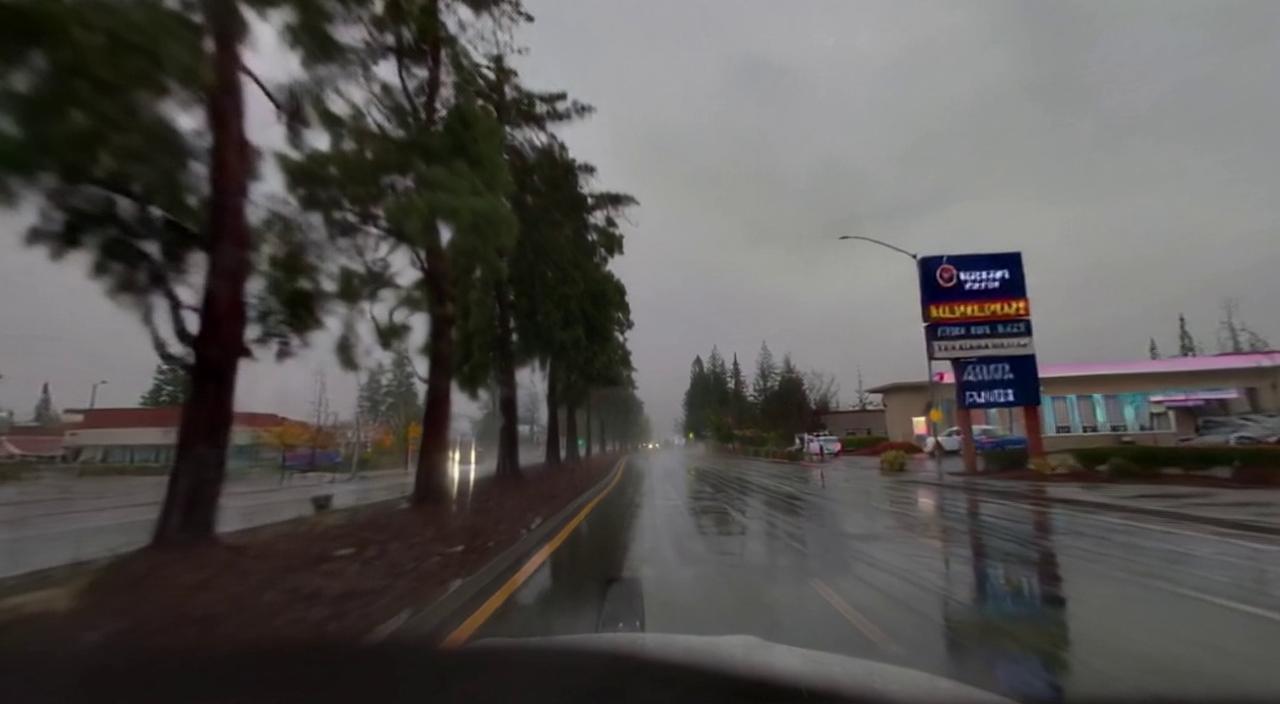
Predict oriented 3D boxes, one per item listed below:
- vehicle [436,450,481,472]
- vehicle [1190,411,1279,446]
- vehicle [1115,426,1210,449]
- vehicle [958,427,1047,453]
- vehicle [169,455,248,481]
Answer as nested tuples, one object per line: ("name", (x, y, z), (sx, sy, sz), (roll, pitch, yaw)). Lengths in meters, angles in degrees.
("vehicle", (-13.247, 7.869, 45.988), (2.090, 1.502, 4.767), (5, -10, -28))
("vehicle", (34.367, 4.204, 34.604), (6.244, 1.832, 2.191), (0, -9, 0))
("vehicle", (34.902, 5.759, 42.269), (4.571, 1.486, 1.881), (0, -9, 0))
("vehicle", (22.069, 5.394, 38.611), (4.171, 1.492, 1.999), (0, -9, 2))
("vehicle", (-26.130, 7.015, 38.236), (4.316, 1.464, 1.771), (-4, -10, 23))
